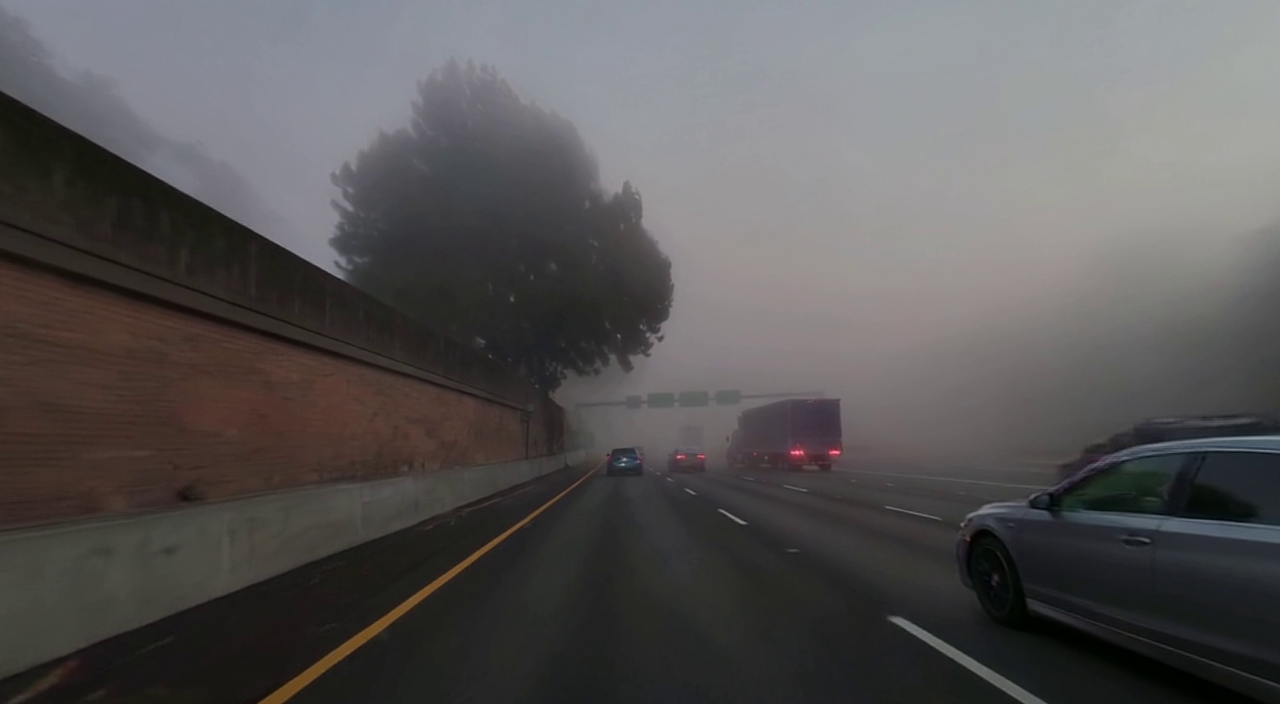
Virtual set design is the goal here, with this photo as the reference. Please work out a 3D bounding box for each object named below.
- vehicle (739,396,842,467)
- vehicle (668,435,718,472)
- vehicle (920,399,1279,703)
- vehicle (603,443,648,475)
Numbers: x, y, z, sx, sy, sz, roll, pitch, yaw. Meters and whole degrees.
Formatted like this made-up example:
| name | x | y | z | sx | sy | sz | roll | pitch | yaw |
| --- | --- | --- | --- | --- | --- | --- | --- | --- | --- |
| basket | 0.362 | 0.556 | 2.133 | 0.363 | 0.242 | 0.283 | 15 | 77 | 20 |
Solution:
| name | x | y | z | sx | sy | sz | roll | pitch | yaw |
| --- | --- | --- | --- | --- | --- | --- | --- | --- | --- |
| vehicle | 9.986 | 5.785 | 44.653 | 2.914 | 4.134 | 15.553 | 0 | -9 | -2 |
| vehicle | 2.801 | 5.529 | 34.452 | 2.114 | 1.849 | 4.692 | 0 | -9 | -3 |
| vehicle | 3.439 | 1.056 | 3.357 | 1.922 | 1.465 | 4.165 | 0 | -9 | -1 |
| vehicle | -0.732 | 5.293 | 31.483 | 2.083 | 1.477 | 3.965 | 0 | -9 | -2 |
